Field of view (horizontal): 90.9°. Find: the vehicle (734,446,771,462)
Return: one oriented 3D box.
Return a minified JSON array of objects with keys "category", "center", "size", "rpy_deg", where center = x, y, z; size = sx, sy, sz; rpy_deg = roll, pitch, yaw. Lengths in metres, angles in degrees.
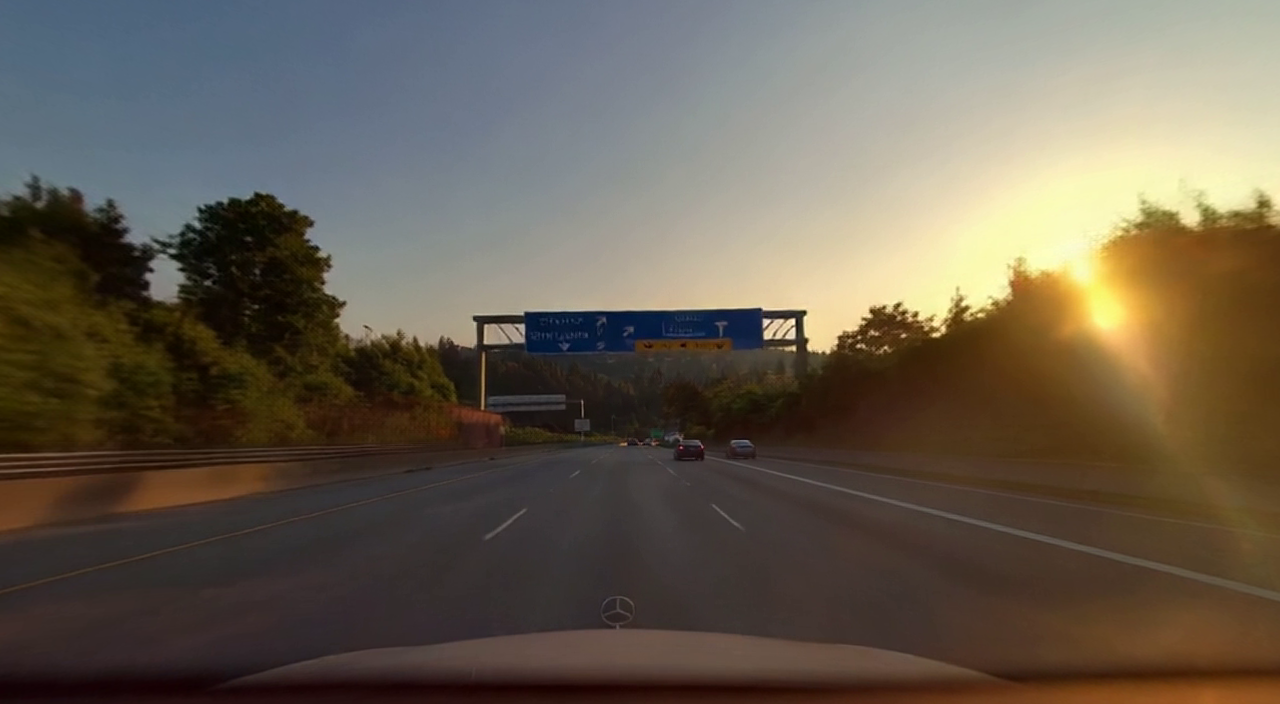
[{"category":"vehicle","center":[6.713,6.119,37.820],"size":[1.535,0.862,2.814],"rpy_deg":[0,-8,-3]}]

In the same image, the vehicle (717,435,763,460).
[{"category":"vehicle","center":[6.538,6.257,41.665],"size":[2.003,1.522,4.940],"rpy_deg":[0,-8,-2]}]

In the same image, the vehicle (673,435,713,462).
[{"category":"vehicle","center":[3.069,5.652,37.083],"size":[1.819,1.468,3.770],"rpy_deg":[0,-8,-3]}]
